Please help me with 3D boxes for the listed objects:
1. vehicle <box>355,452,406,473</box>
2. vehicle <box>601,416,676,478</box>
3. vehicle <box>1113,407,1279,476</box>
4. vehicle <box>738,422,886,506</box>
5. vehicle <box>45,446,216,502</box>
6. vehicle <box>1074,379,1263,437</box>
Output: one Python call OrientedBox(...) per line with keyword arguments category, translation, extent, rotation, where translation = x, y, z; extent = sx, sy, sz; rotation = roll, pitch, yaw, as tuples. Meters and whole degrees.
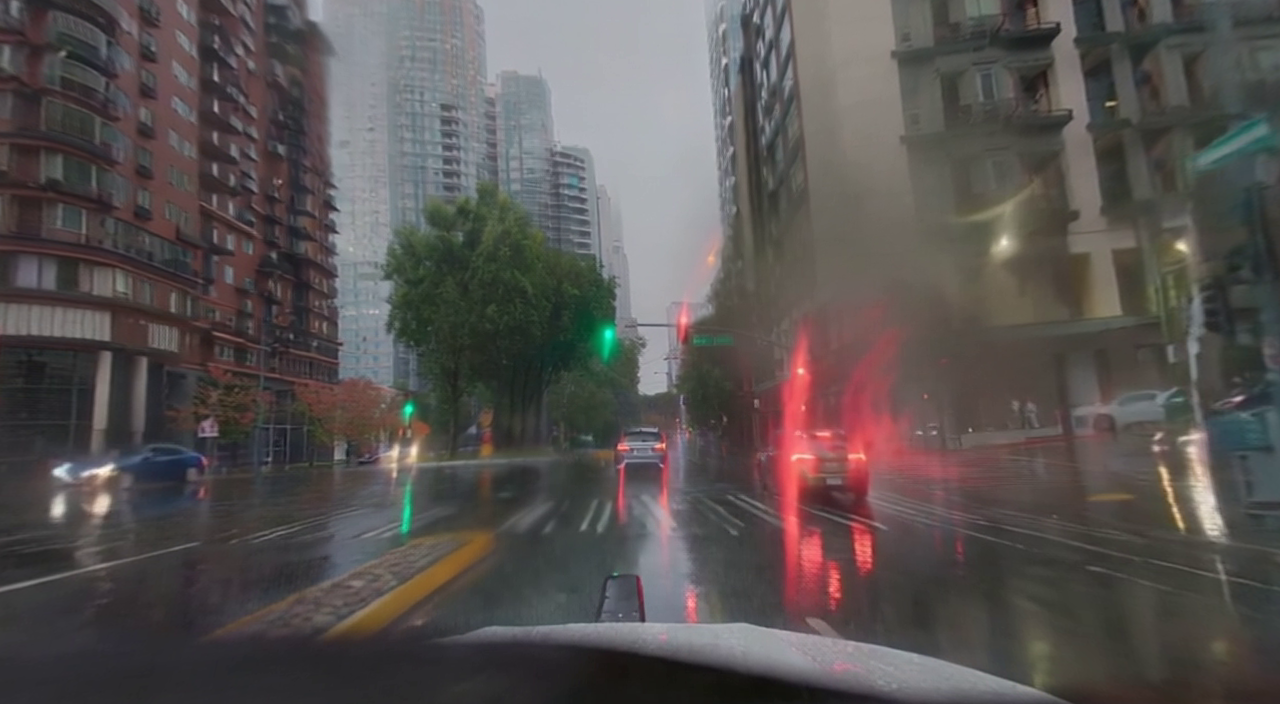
OrientedBox(category="vehicle", translation=(-20.044, 8.547, 49.040), extent=(1.979, 1.488, 4.473), rotation=(0, -8, 1))
OrientedBox(category="vehicle", translation=(-0.013, 3.072, 20.481), extent=(2.168, 1.776, 4.135), rotation=(0, -8, 1))
OrientedBox(category="vehicle", translation=(13.941, 2.074, 14.676), extent=(4.354, 1.466, 1.863), rotation=(0, -9, -1))
OrientedBox(category="vehicle", translation=(3.557, 2.422, 14.064), extent=(1.987, 1.538, 4.510), rotation=(0, -8, 0))
OrientedBox(category="vehicle", translation=(-17.439, 4.136, 22.003), extent=(2.132, 1.710, 4.504), rotation=(0, -8, 1))
OrientedBox(category="vehicle", translation=(20.363, 2.225, 24.541), extent=(5.146, 1.699, 2.269), rotation=(-5, -8, 1))
